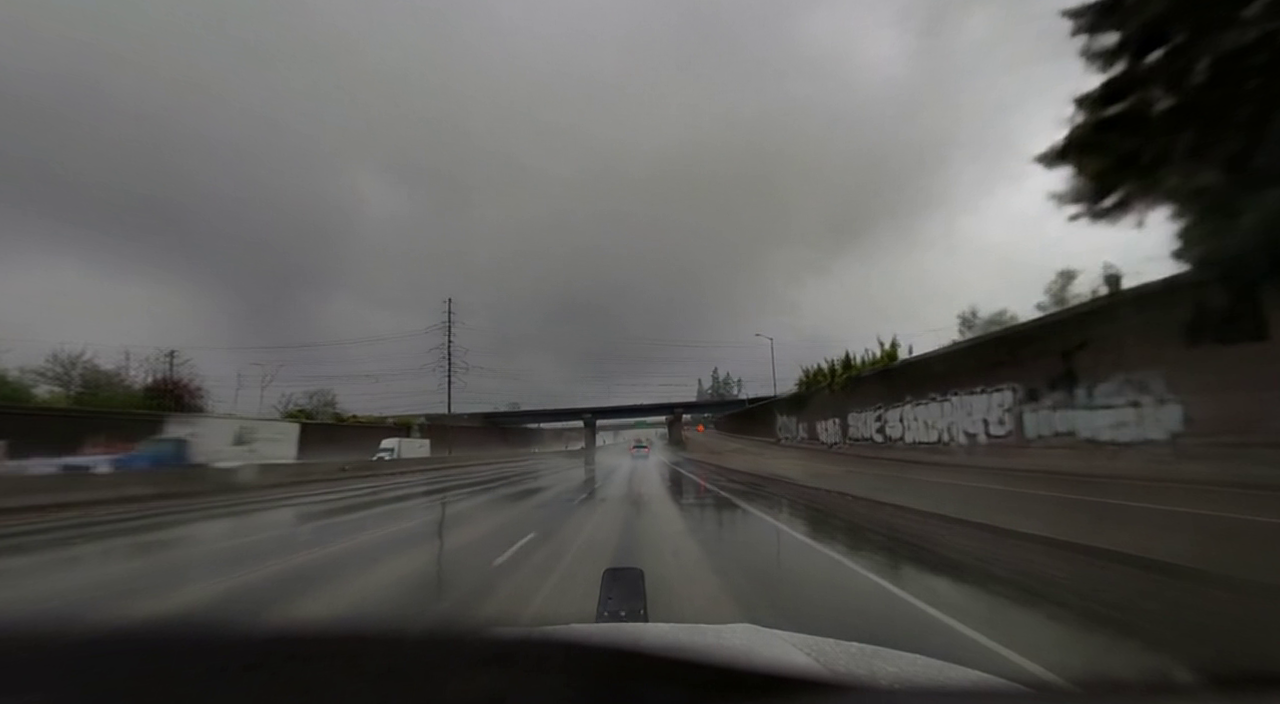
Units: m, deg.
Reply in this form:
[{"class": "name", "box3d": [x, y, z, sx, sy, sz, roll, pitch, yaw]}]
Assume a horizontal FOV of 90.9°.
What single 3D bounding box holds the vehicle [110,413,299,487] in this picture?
[{"class": "vehicle", "box3d": [-24.446, 5.710, 36.566, 3.177, 3.622, 10.760, 0, -9, 0]}]
